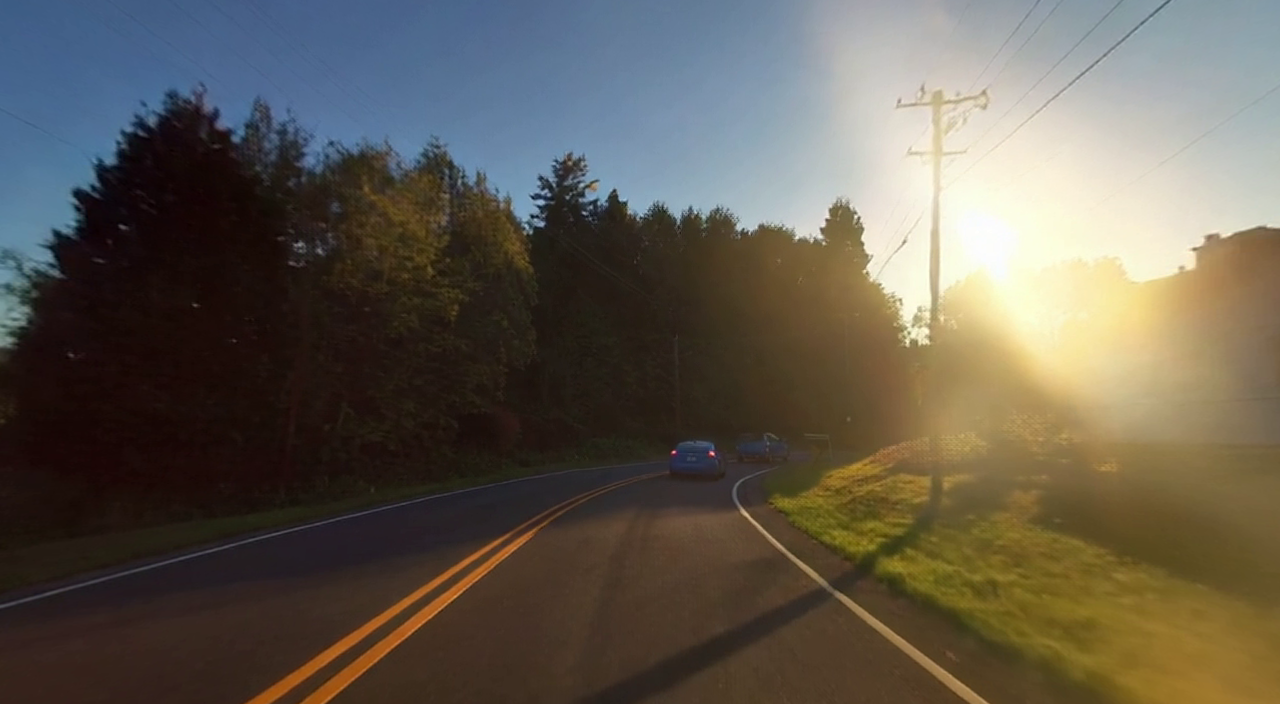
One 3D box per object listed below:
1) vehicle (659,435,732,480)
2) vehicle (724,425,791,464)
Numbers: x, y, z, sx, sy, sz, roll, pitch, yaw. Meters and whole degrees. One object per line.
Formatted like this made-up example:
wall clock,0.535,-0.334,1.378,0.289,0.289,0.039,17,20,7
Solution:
vehicle,2.234,4.025,24.340,2.157,1.565,4.243,-2,-9,14
vehicle,7.297,5.665,38.503,2.376,2.145,5.953,-4,-9,27
